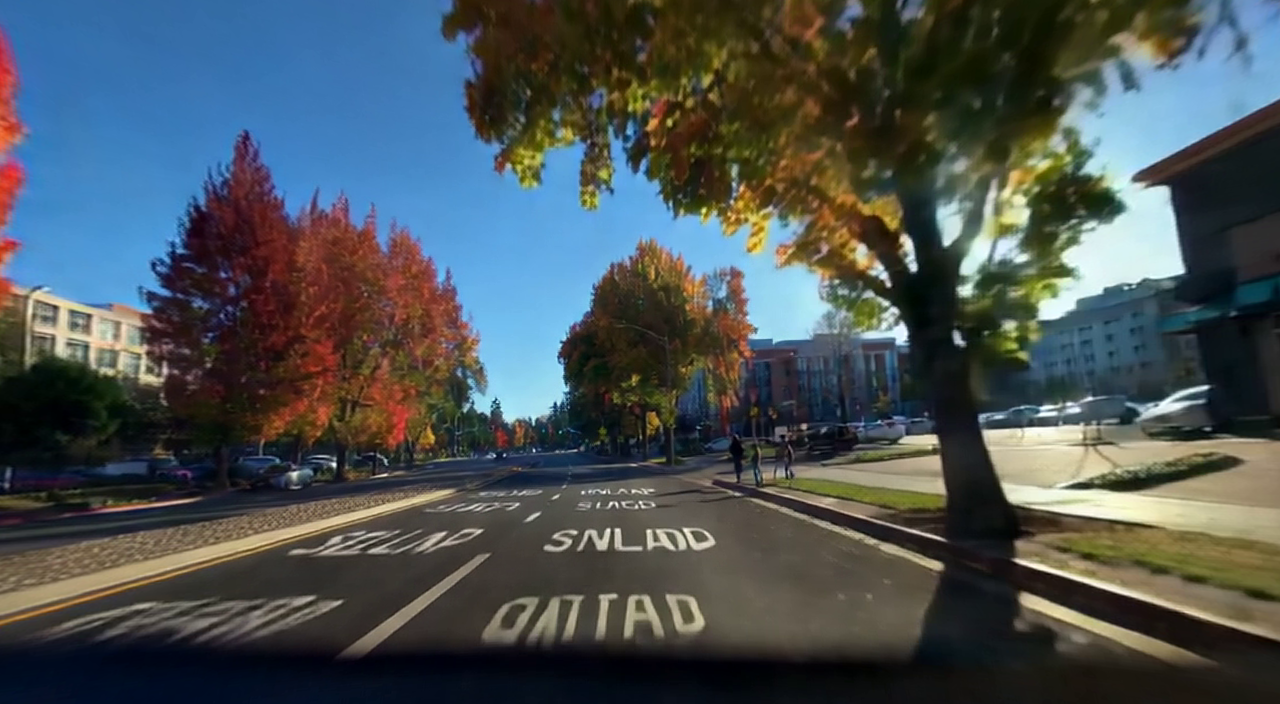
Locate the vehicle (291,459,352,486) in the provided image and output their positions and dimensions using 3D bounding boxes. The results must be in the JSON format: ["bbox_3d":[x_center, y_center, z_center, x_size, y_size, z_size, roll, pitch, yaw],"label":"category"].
[{"bbox_3d":[-20.518,7.752,40.632,1.887,1.490,4.432,1,-9,-4],"label":"vehicle"}]

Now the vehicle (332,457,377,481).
[{"bbox_3d":[-21.275,8.720,46.959,1.896,1.495,4.108,-4,-9,-7],"label":"vehicle"}]

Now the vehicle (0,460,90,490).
[{"bbox_3d":[-30.055,6.099,31.187,3.598,1.407,1.740,1,-9,-5],"label":"vehicle"}]

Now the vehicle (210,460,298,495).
[{"bbox_3d":[-19.582,6.355,32.069,1.956,1.550,4.375,1,-9,-4],"label":"vehicle"}]

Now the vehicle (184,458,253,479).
[{"bbox_3d":[-31.723,8.760,47.331,3.852,1.494,1.817,1,-9,-4],"label":"vehicle"}]

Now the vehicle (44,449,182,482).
[{"bbox_3d":[-30.455,6.584,36.455,5.746,1.807,2.140,1,-9,-6],"label":"vehicle"}]
